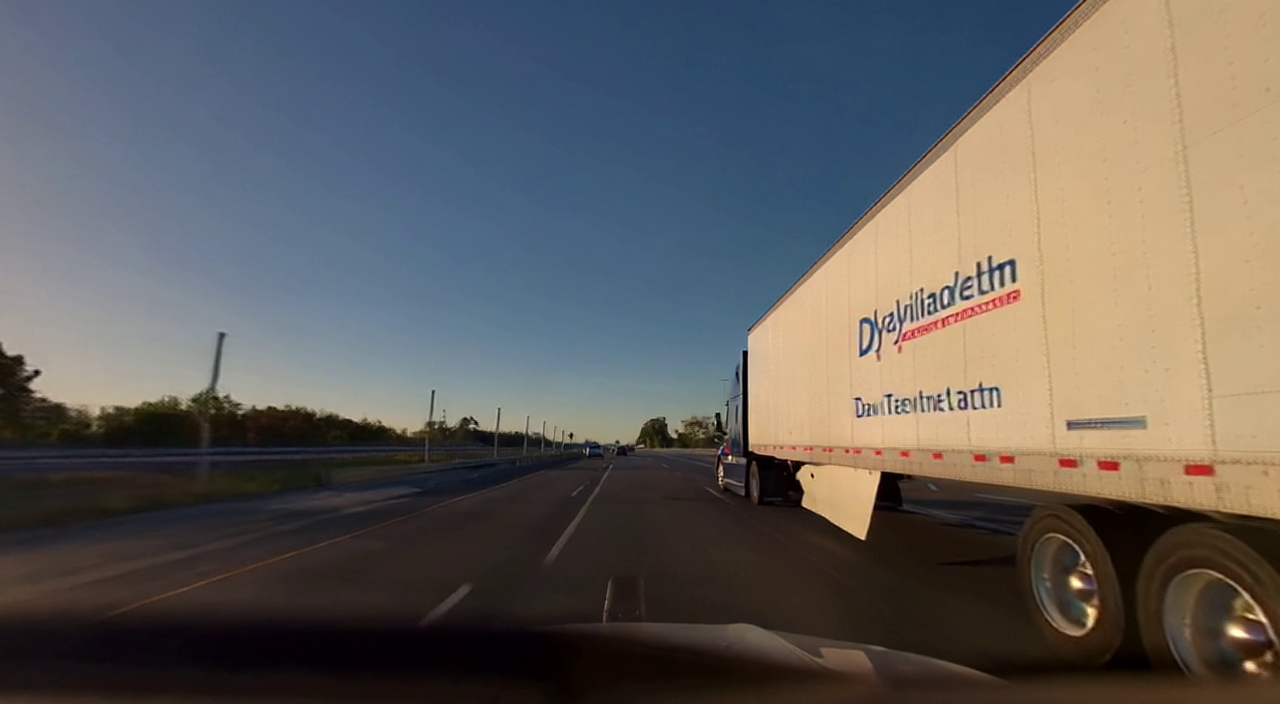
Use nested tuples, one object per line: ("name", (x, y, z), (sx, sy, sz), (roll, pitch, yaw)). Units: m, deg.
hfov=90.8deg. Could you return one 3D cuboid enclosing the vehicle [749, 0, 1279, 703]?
("vehicle", (3.941, 0.435, 8.086), (2.962, 4.132, 12.720), (0, -8, 1))
